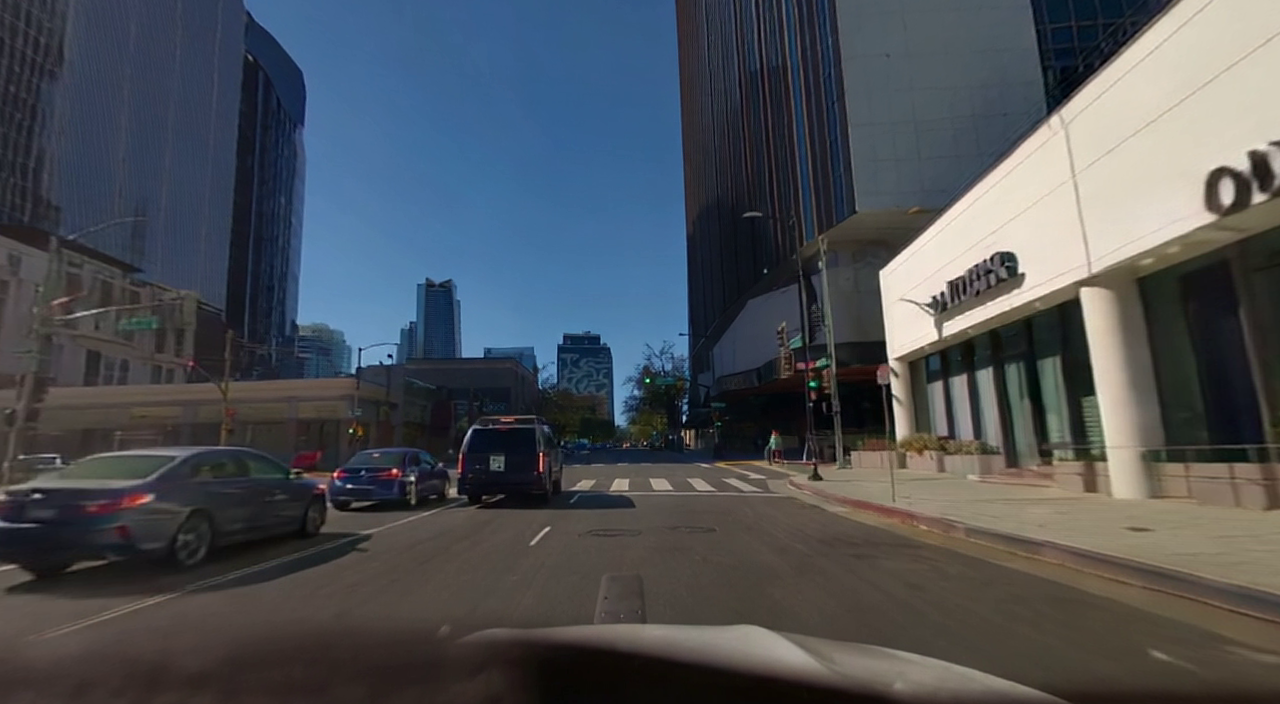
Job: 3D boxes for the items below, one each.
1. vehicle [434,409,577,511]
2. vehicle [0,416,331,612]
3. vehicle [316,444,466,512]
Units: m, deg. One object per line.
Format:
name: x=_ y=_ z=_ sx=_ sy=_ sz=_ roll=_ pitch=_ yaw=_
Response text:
vehicle: x=-3.143 y=2.711 z=16.309 sx=2.496 sy=2.155 sz=5.468 roll=0 pitch=-8 yaw=0
vehicle: x=-6.043 y=1.714 z=7.710 sx=2.228 sy=1.652 sz=4.593 roll=0 pitch=-8 yaw=-1
vehicle: x=-6.029 y=3.069 z=15.978 sx=1.982 sy=1.452 sz=4.463 roll=0 pitch=-8 yaw=0
